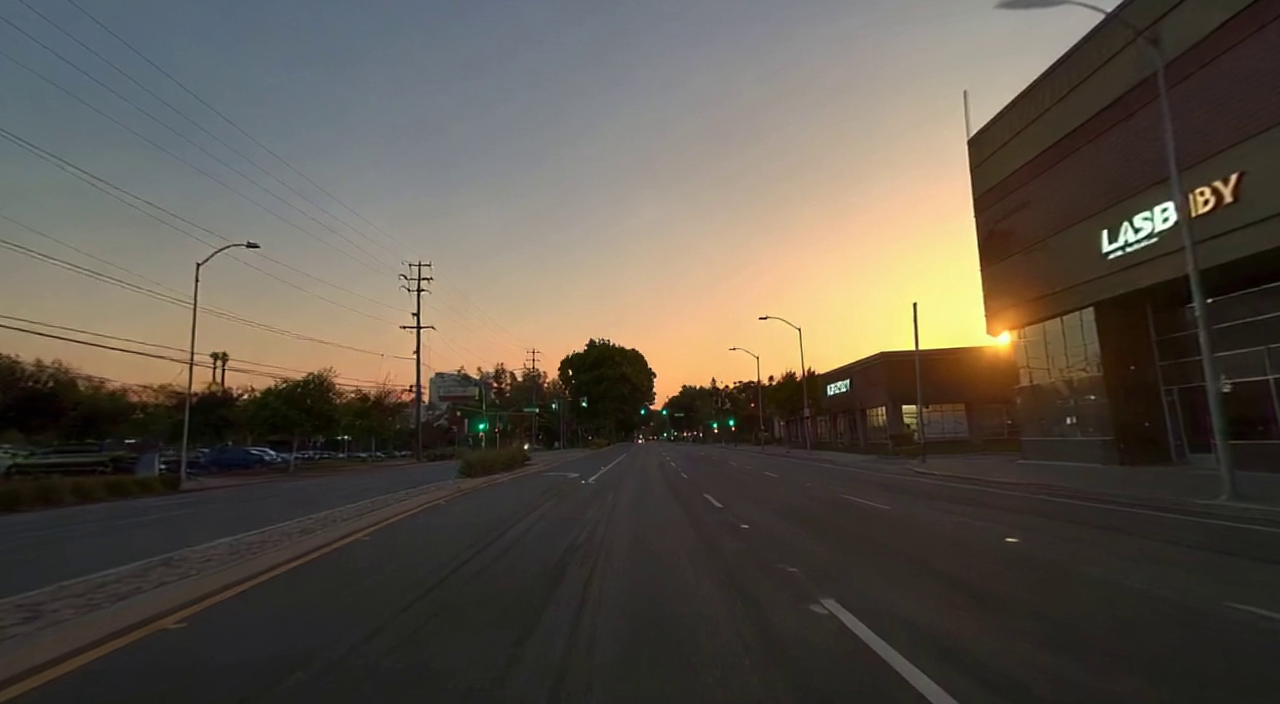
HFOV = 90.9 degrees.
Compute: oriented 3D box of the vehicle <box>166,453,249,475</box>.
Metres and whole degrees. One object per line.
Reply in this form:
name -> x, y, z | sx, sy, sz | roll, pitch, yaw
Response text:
vehicle -> -29.854, 7.734, 43.561 | 4.417, 1.449, 1.887 | 0, -8, 3
